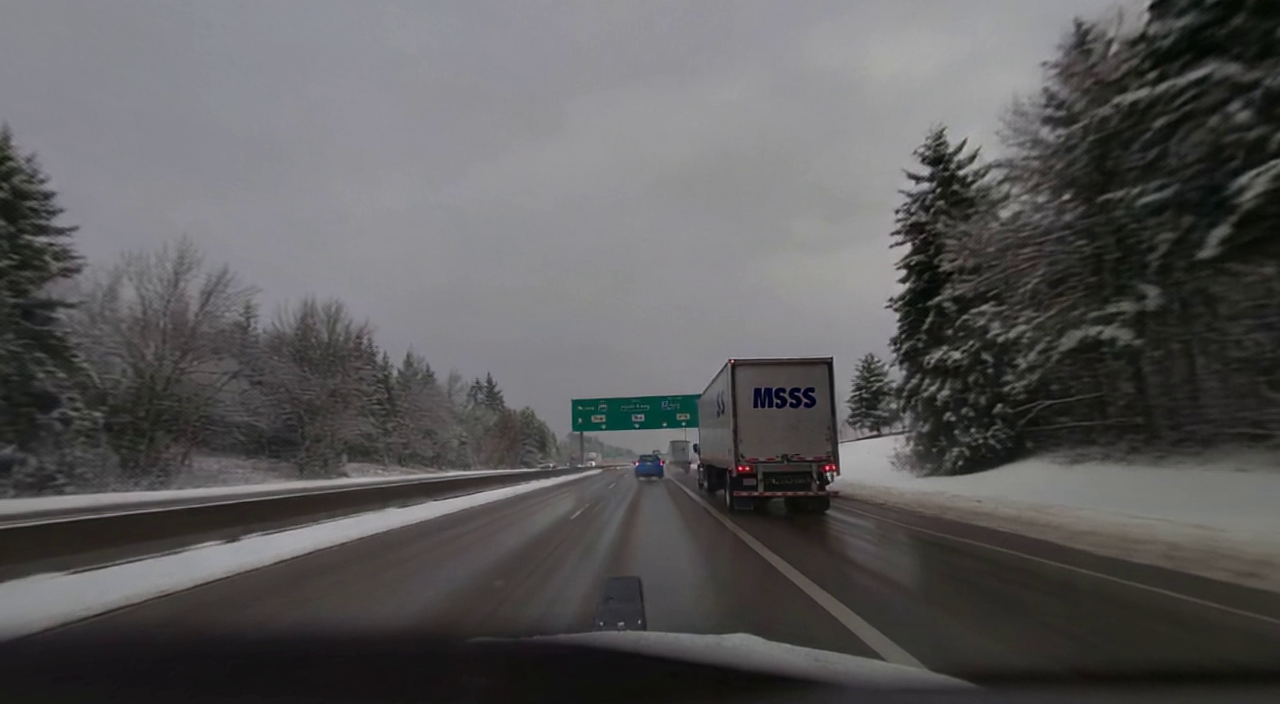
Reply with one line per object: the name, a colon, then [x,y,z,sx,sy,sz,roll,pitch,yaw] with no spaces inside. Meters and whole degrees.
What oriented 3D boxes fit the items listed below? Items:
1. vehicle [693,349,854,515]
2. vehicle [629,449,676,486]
vehicle: [3.889,3.053,22.787,3.002,4.104,14.174,0,-9,1]
vehicle: [0.584,5.513,30.306,2.121,1.642,3.828,0,-9,1]
